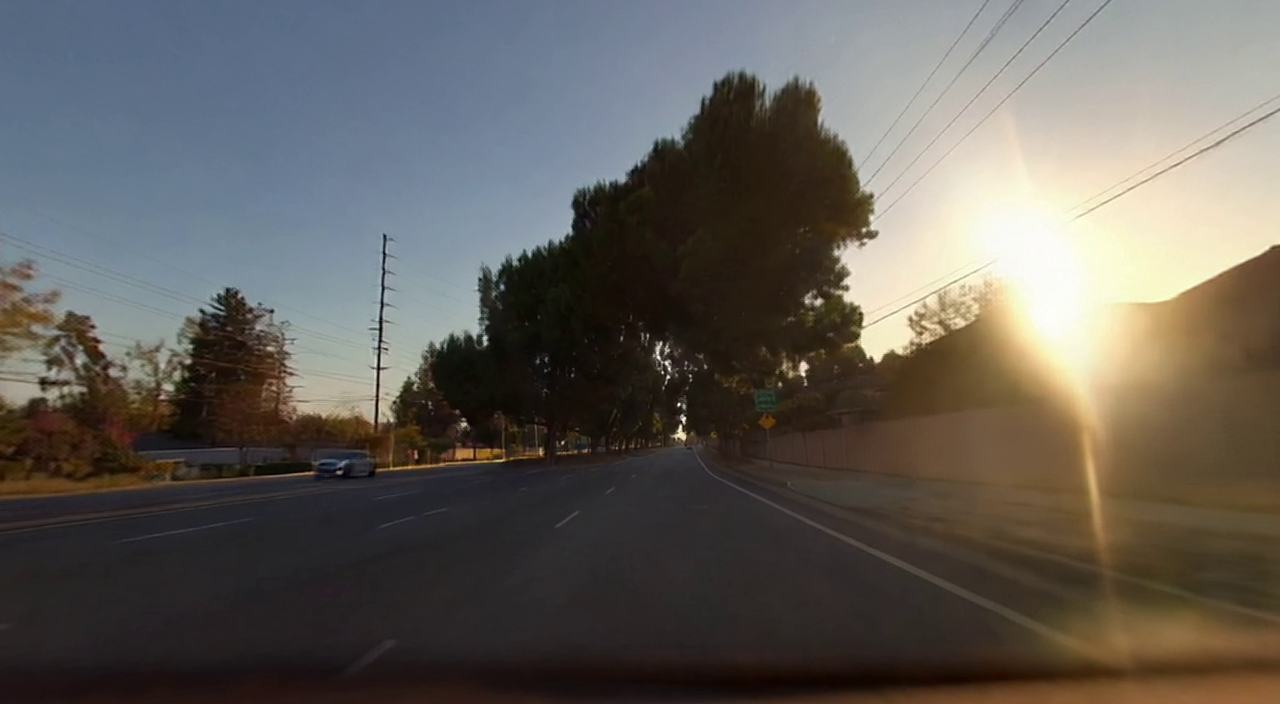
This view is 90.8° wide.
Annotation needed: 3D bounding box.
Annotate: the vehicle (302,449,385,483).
[{"bbox_3d":[-14.488,5.569,31.224,1.887,1.478,4.471,0,-8,1],"label":"vehicle"}]
